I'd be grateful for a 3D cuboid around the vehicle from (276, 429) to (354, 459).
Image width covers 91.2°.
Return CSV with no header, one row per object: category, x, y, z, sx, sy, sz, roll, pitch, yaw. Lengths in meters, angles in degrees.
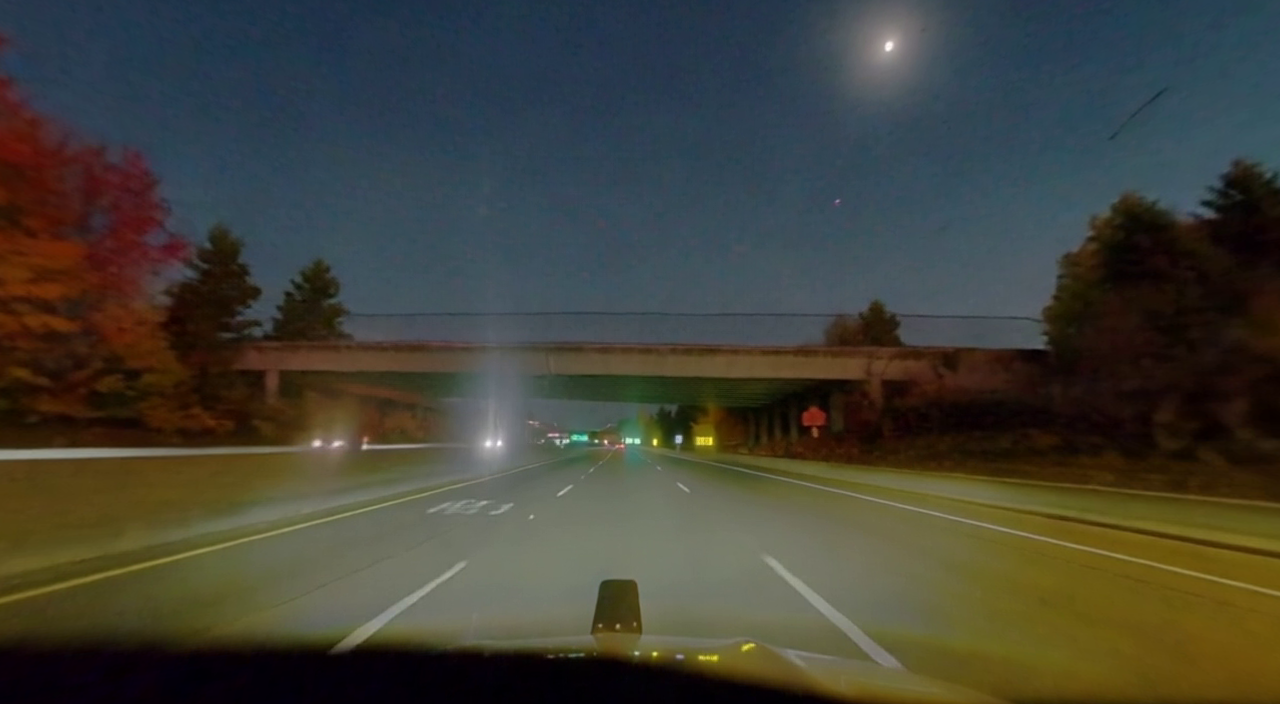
vehicle,-17.362,4.990,33.706,1.838,1.488,4.497,0,-9,-1
